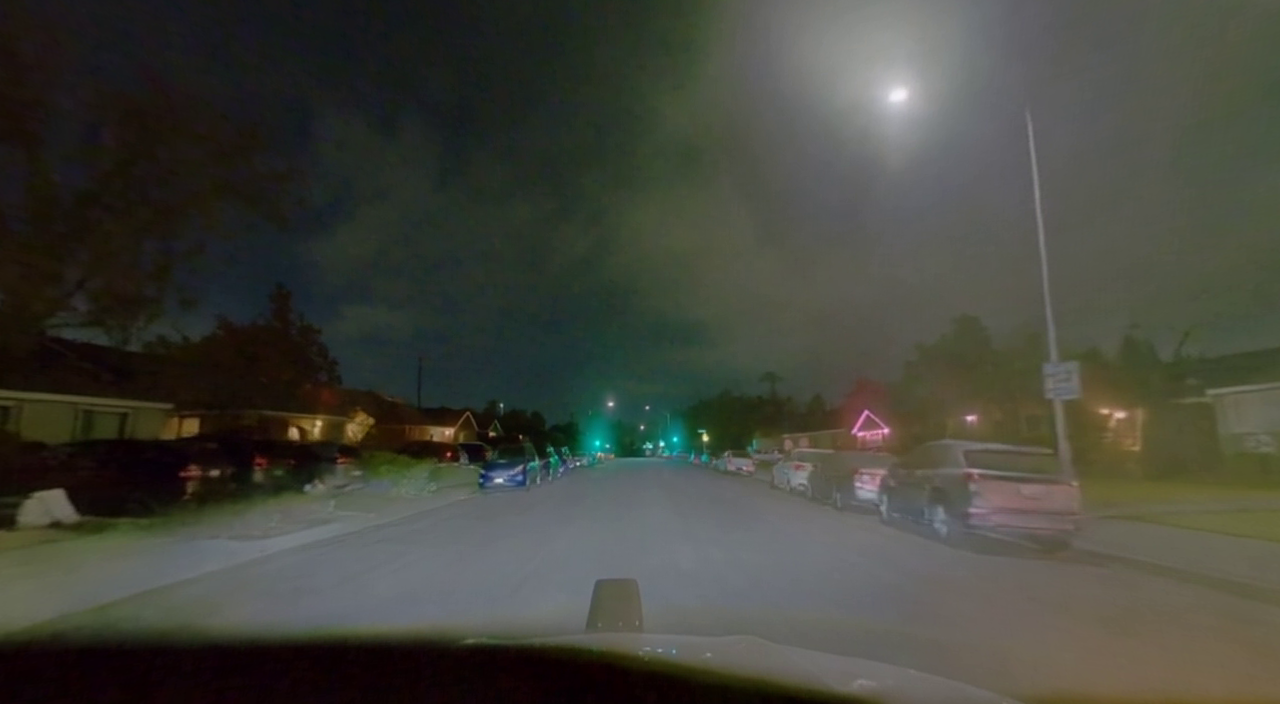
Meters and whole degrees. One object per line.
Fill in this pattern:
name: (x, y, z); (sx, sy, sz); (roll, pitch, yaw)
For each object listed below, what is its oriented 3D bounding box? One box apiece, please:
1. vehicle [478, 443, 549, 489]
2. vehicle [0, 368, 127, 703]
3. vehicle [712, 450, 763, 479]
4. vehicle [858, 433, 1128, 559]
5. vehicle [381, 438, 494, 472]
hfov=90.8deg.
vehicle: (-4.681, 4.293, 23.927); (1.983, 1.579, 3.879); (0, -9, -2)
vehicle: (-4.944, 0.895, 1.578); (2.394, 2.089, 5.951); (-4, -9, 0)
vehicle: (5.162, 5.997, 34.010); (1.847, 1.448, 4.162); (0, -9, -3)
vehicle: (5.215, 2.158, 10.183); (1.826, 1.566, 4.307); (0, -9, 0)
vehicle: (-11.606, 5.931, 36.469); (5.755, 1.869, 2.194); (0, -8, -1)
